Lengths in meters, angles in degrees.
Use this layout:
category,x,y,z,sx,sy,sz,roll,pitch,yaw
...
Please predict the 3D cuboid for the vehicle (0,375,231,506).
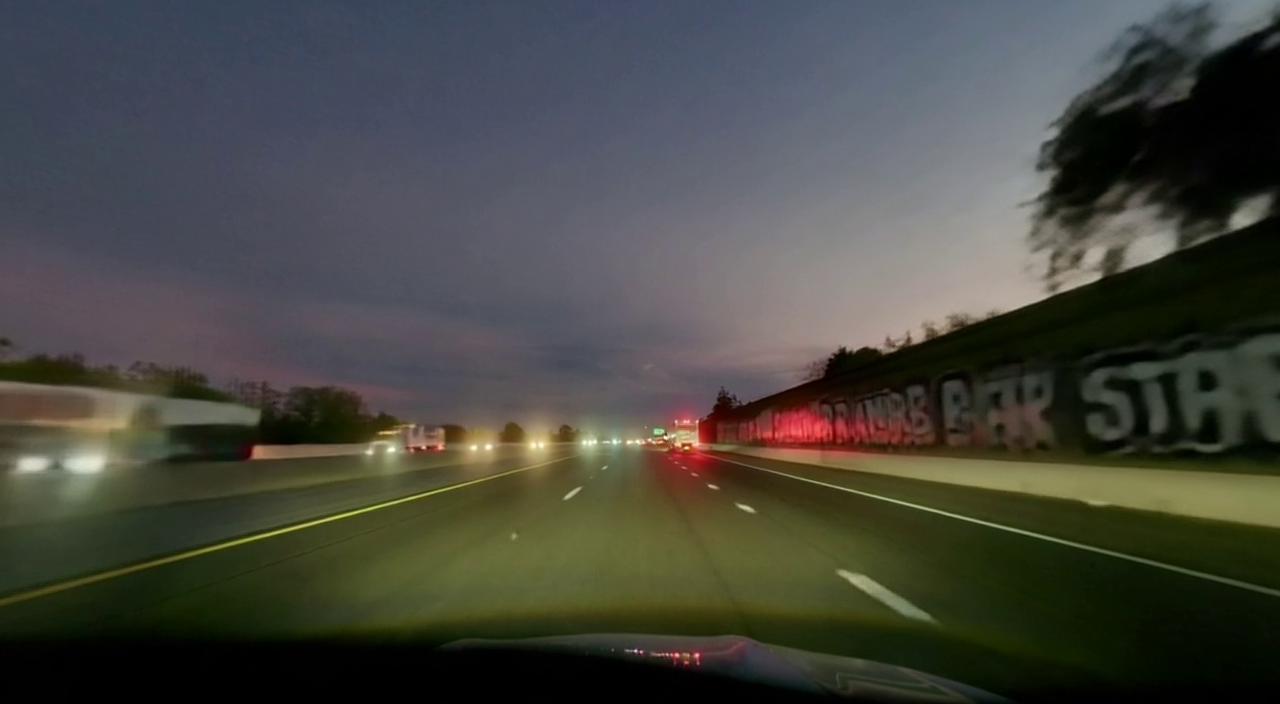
category,x,y,z,sx,sy,sz,roll,pitch,yaw
vehicle,-16.854,2.697,19.182,2.741,3.130,8.961,-1,-8,0
